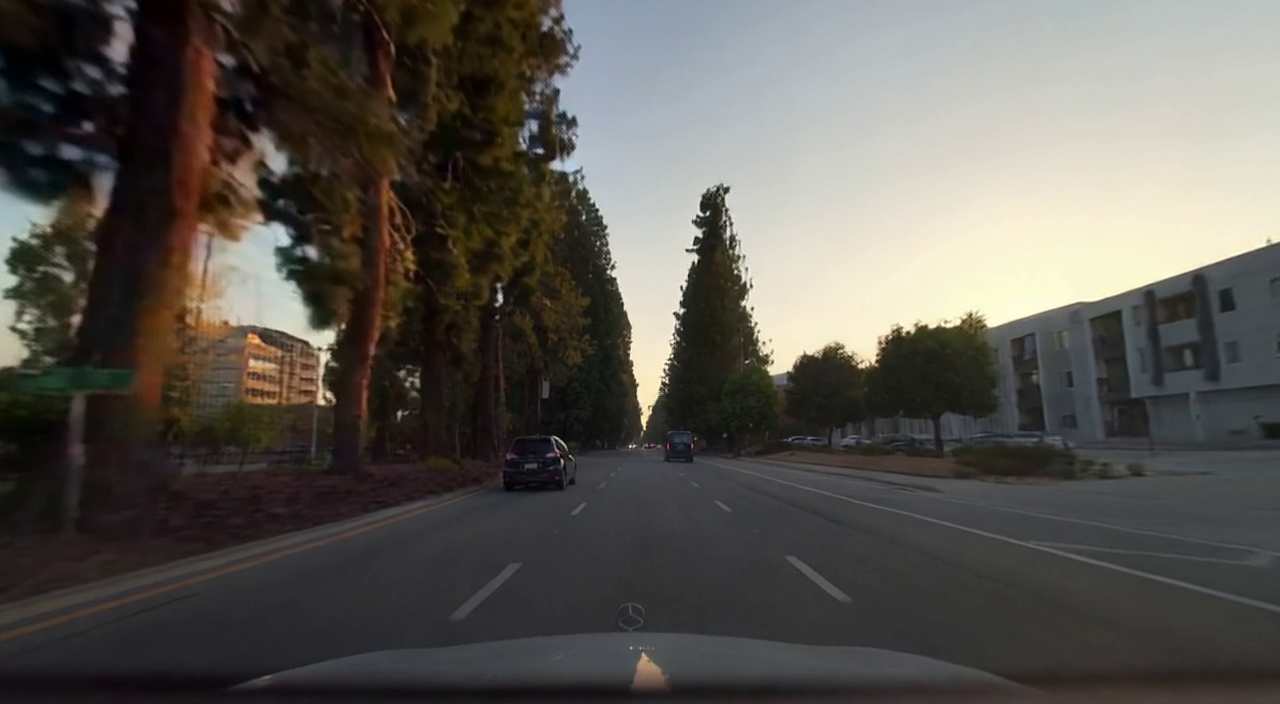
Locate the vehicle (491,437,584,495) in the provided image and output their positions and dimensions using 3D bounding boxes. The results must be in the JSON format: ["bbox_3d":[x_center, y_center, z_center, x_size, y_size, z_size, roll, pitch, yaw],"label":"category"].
[{"bbox_3d":[-3.085,3.560,20.083,2.129,1.602,4.532,0,-8,1],"label":"vehicle"}]
